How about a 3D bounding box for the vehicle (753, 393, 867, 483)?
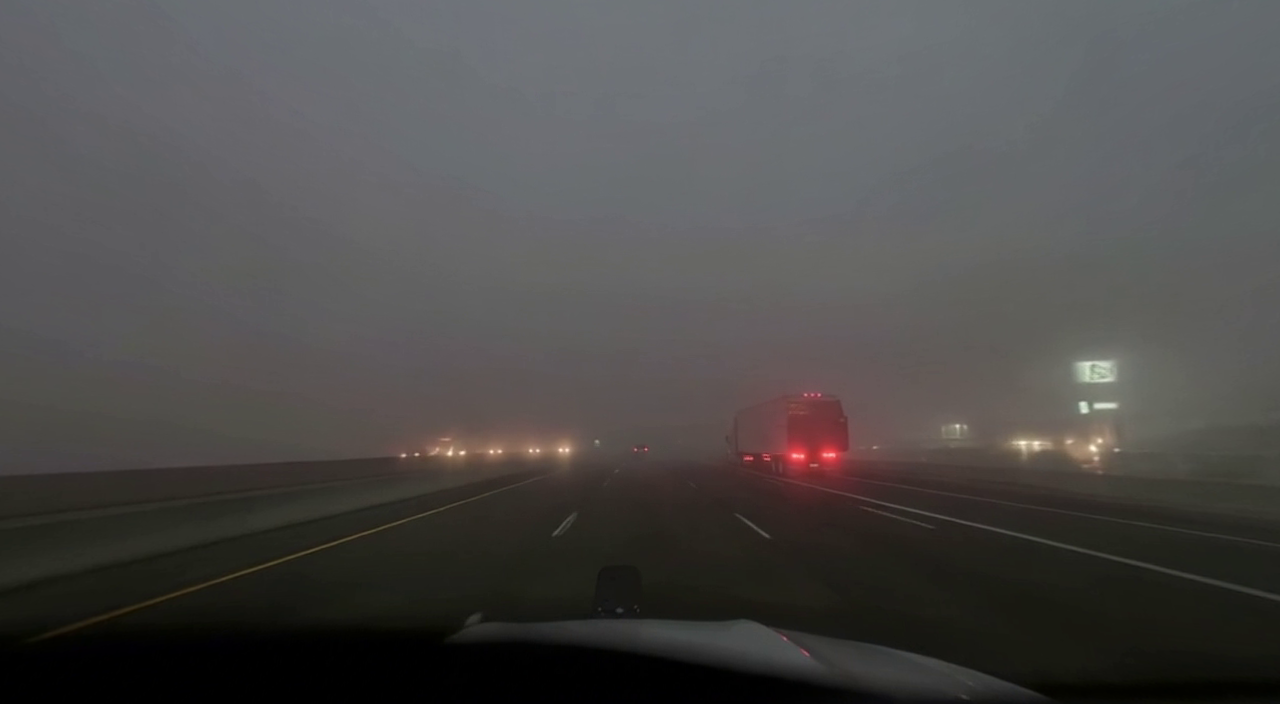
[{"bbox_3d":[6.835,3.678,26.759,2.793,3.204,7.997,0,-8,2],"label":"vehicle"}]
